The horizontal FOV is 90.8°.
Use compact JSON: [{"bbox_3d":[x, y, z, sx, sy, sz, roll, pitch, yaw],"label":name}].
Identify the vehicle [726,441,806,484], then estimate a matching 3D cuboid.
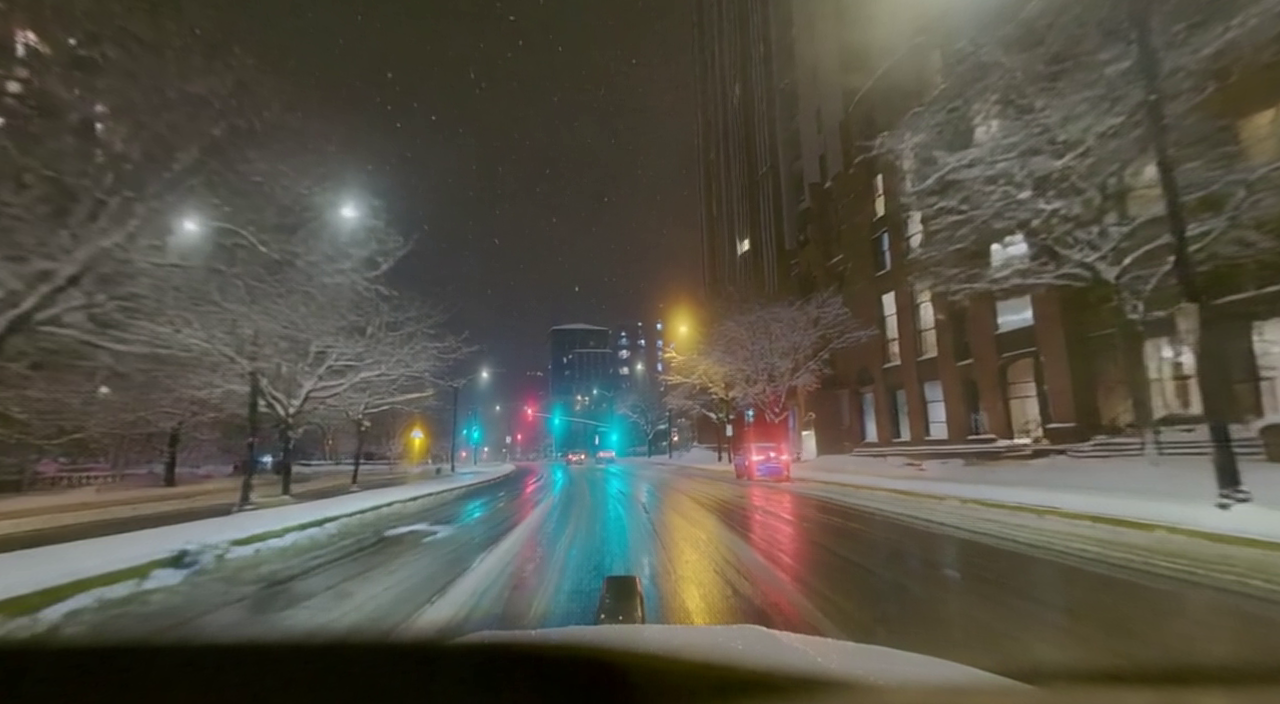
[{"bbox_3d":[5.240,4.684,27.064,2.042,1.635,4.858,1,-9,-5],"label":"vehicle"}]
